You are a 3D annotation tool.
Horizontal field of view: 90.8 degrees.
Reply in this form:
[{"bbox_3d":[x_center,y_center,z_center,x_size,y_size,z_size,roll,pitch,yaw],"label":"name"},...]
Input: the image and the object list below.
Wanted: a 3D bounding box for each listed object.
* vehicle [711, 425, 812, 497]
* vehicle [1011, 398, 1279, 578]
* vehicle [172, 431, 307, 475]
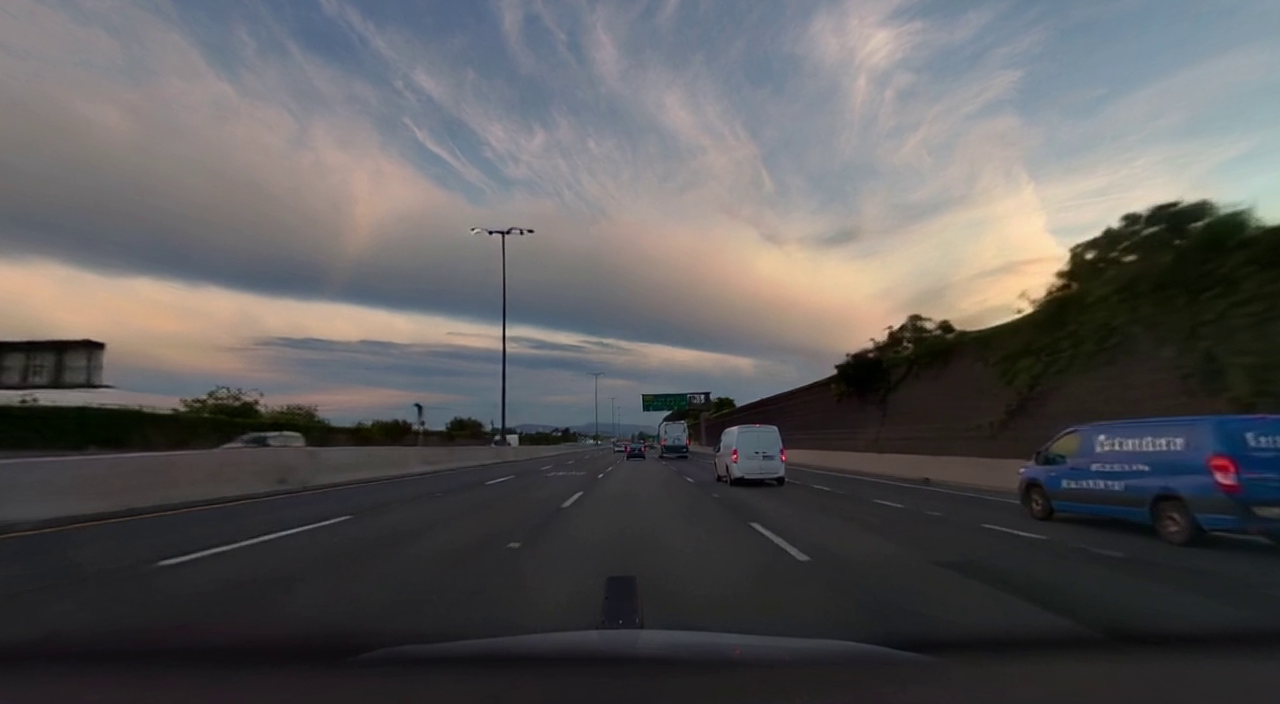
[{"bbox_3d":[3.569,3.324,19.623,2.035,1.931,4.841,0,-9,-2],"label":"vehicle"},{"bbox_3d":[7.561,1.667,8.315,2.266,1.799,4.947,0,-9,-1],"label":"vehicle"},{"bbox_3d":[-17.579,4.502,28.203,2.408,1.737,5.580,0,-9,-1],"label":"vehicle"}]
